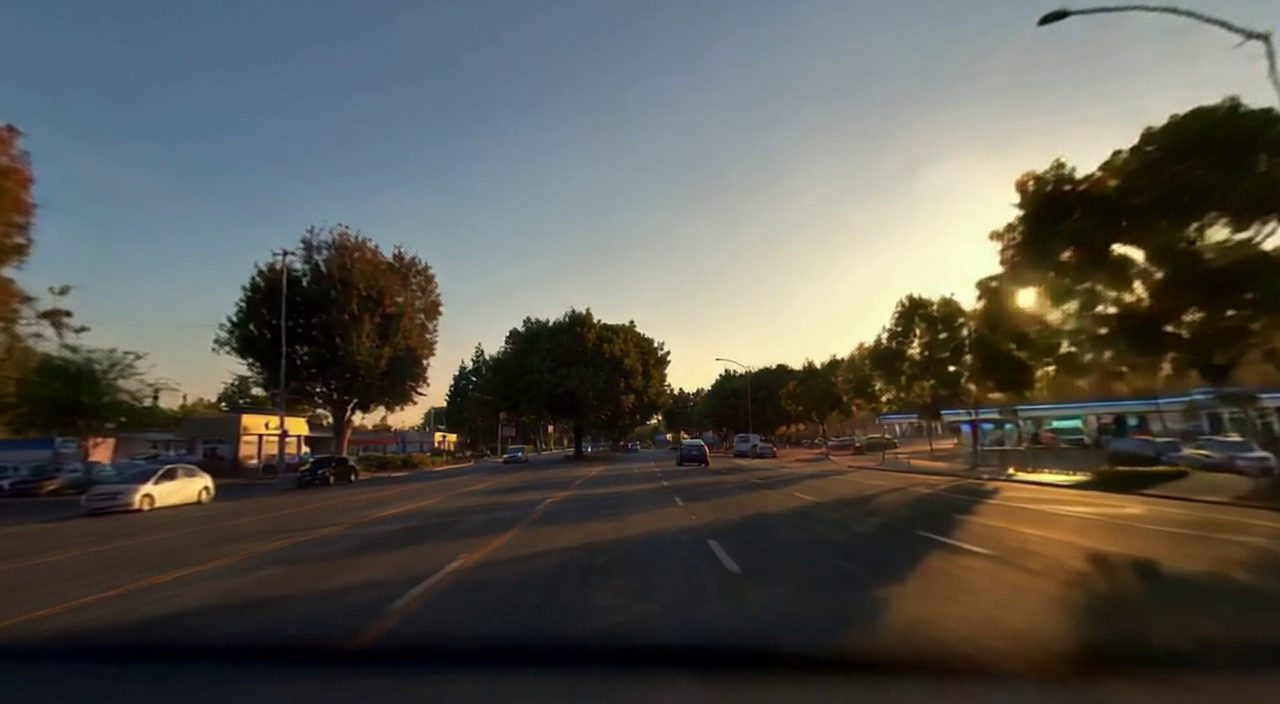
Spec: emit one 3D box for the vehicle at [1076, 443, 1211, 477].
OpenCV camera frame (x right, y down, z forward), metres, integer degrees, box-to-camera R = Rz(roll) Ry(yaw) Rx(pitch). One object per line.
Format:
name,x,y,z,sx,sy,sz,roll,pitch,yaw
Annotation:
vehicle,23.172,4.971,29.239,1.777,1.432,4.487,7,-11,-37

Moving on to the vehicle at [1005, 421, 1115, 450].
vehicle,30.328,6.112,45.821,2.102,1.965,6.159,7,-11,-37

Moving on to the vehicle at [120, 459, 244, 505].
vehicle,-17.990,5.088,25.111,1.858,1.600,4.118,0,-9,-1

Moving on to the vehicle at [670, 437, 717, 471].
vehicle,2.680,5.256,32.776,1.957,1.643,4.226,0,-9,-2

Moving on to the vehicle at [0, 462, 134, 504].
vehicle,-24.057,5.418,26.451,1.831,1.452,4.727,0,-9,-1

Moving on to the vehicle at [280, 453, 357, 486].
vehicle,-18.153,6.625,35.924,2.045,1.727,4.503,0,-9,-1

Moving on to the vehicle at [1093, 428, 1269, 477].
vehicle,25.814,4.809,30.454,2.185,2.098,5.912,6,-11,-36
